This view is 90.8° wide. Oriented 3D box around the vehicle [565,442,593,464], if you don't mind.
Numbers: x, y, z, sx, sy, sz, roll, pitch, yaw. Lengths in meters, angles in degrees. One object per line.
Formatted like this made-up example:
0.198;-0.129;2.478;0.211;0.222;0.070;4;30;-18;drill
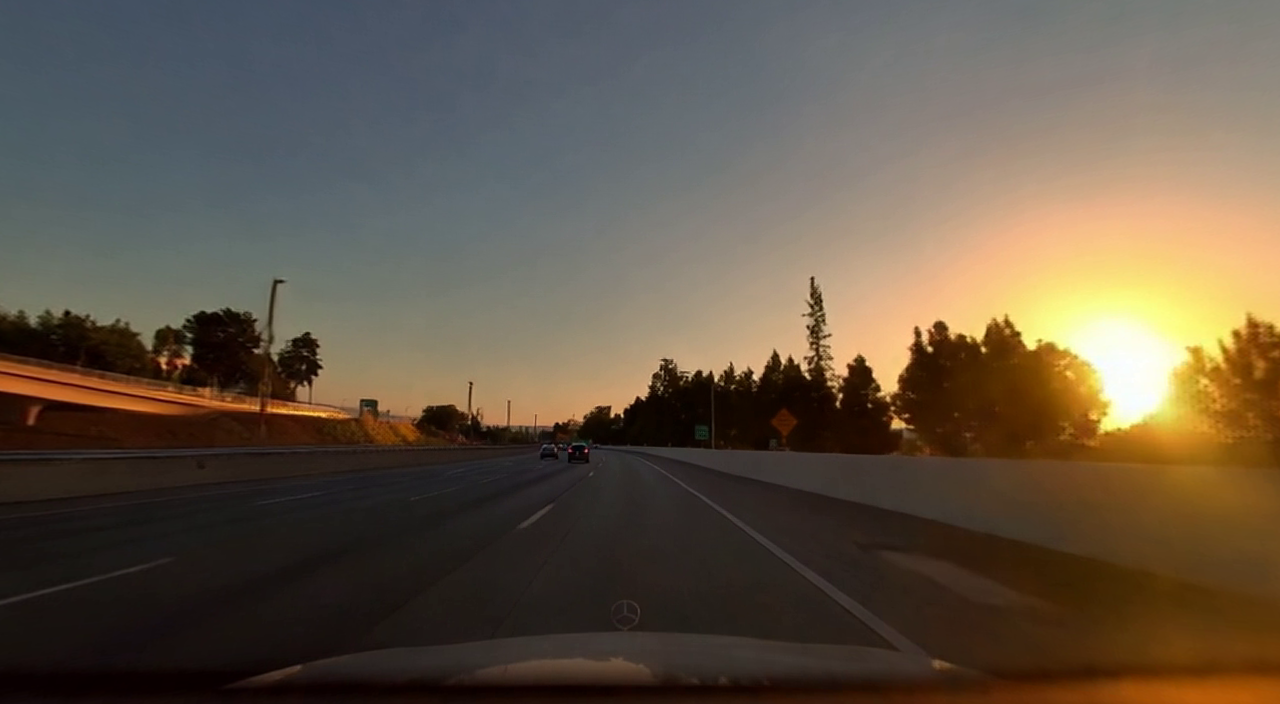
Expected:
-4.737;7.881;49.434;1.971;1.643;4.009;0;-8;-2;vehicle
